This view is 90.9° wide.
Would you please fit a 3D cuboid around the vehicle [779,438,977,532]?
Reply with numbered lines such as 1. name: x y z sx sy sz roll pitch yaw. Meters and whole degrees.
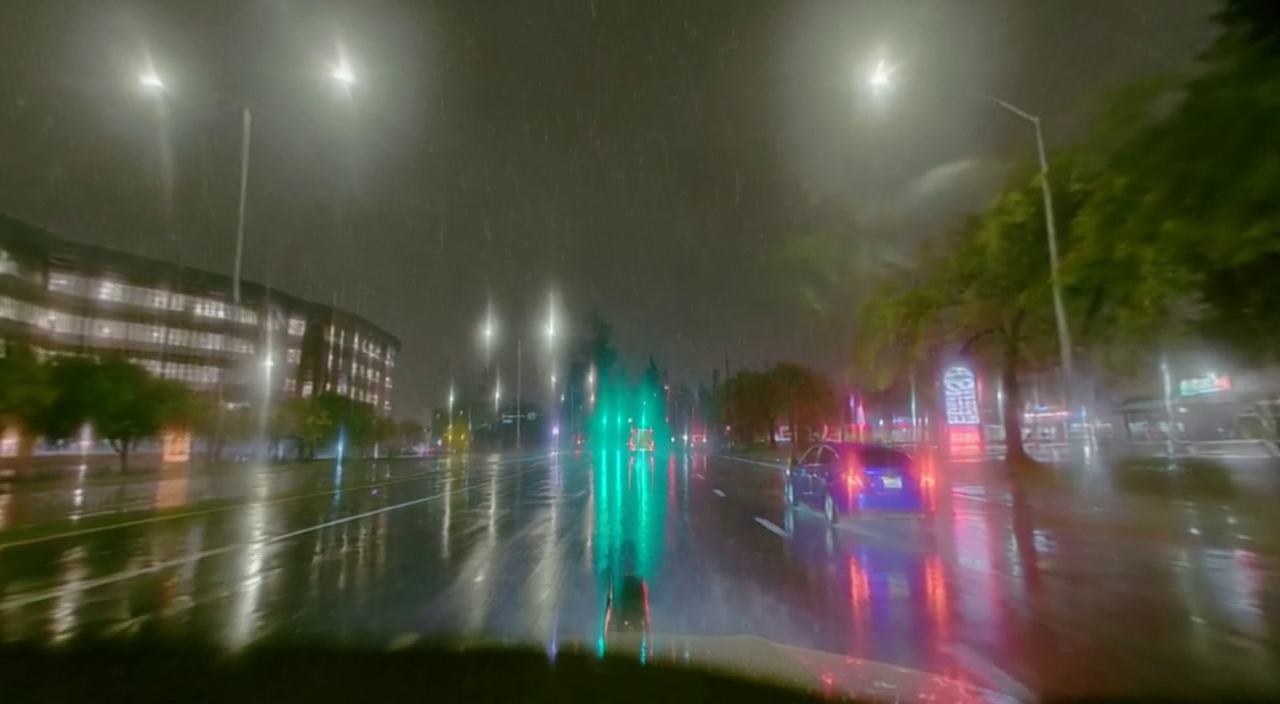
1. vehicle: 4.271 2.437 12.301 2.005 1.442 4.675 0 -8 0
